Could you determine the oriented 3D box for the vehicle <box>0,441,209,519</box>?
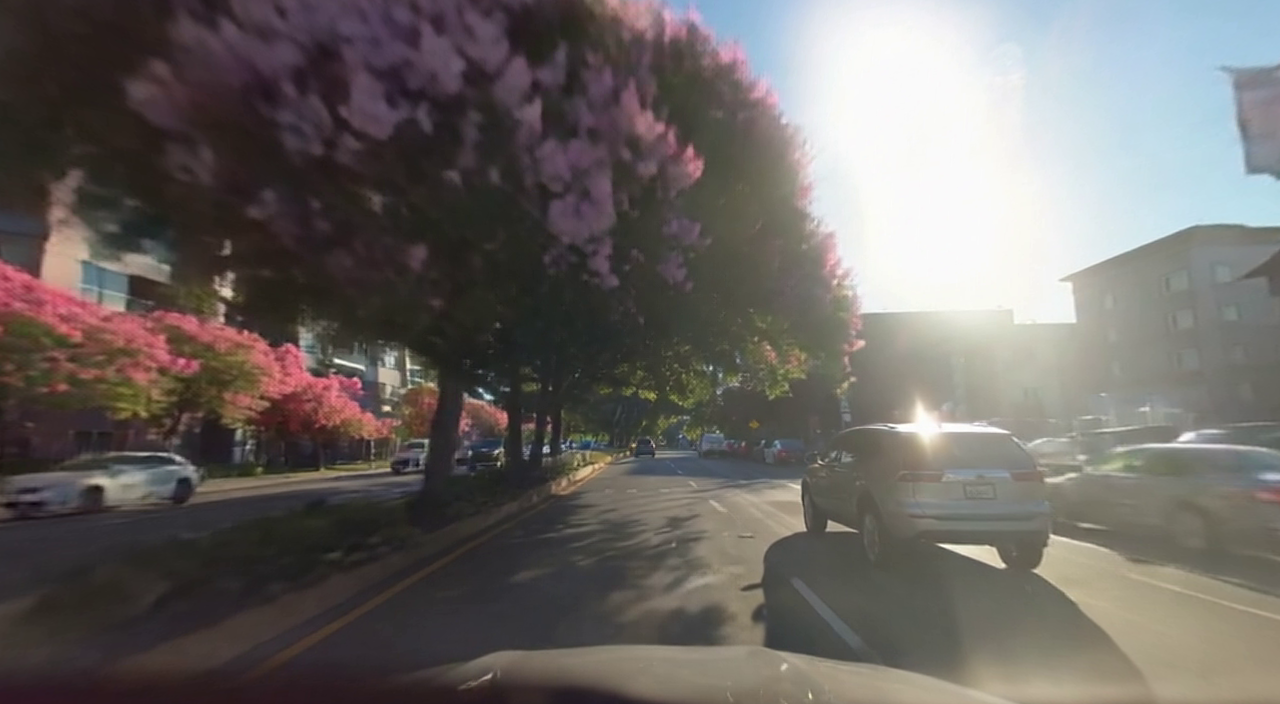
[{"bbox_3d":[-11.959,2.758,14.146,1.779,1.495,3.766,0,-8,1],"label":"vehicle"}]

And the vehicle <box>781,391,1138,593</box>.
[{"bbox_3d":[3.293,1.547,7.830,2.071,1.747,4.549,0,-8,1],"label":"vehicle"}]

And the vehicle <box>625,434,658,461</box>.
[{"bbox_3d":[0.147,6.822,45.052,2.244,1.813,4.129,0,-8,1],"label":"vehicle"}]

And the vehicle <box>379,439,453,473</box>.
[{"bbox_3d":[-11.499,5.347,32.769,2.049,1.641,4.573,0,-8,2],"label":"vehicle"}]

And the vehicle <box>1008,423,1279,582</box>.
[{"bbox_3d":[7.453,1.798,8.367,2.182,1.570,4.911,0,-8,0],"label":"vehicle"}]

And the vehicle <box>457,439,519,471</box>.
[{"bbox_3d":[-7.728,5.254,32.503,1.960,1.530,4.313,0,-8,2],"label":"vehicle"}]
